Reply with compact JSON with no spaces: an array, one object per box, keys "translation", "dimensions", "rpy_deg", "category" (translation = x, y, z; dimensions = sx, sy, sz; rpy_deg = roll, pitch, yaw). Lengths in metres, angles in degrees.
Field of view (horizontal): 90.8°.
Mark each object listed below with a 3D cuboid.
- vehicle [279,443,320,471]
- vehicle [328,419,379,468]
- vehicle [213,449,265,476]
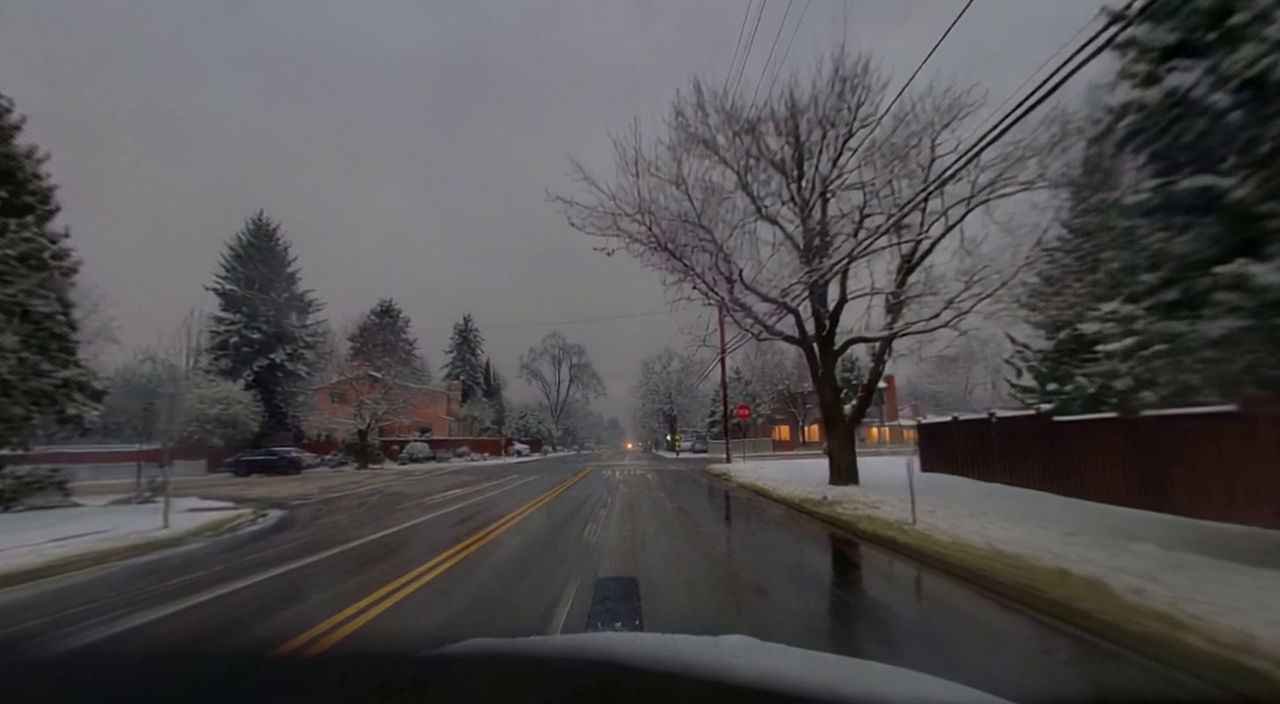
[{"translation":[-23.908,7.334,44.469],"dimensions":[2.083,1.802,4.455],"rpy_deg":[4,-9,-24],"category":"vehicle"},{"translation":[-20.458,6.731,45.323],"dimensions":[2.842,3.181,8.576],"rpy_deg":[4,-11,-23],"category":"vehicle"},{"translation":[-24.255,6.671,38.374],"dimensions":[1.955,1.448,4.542],"rpy_deg":[3,-9,-24],"category":"vehicle"}]
